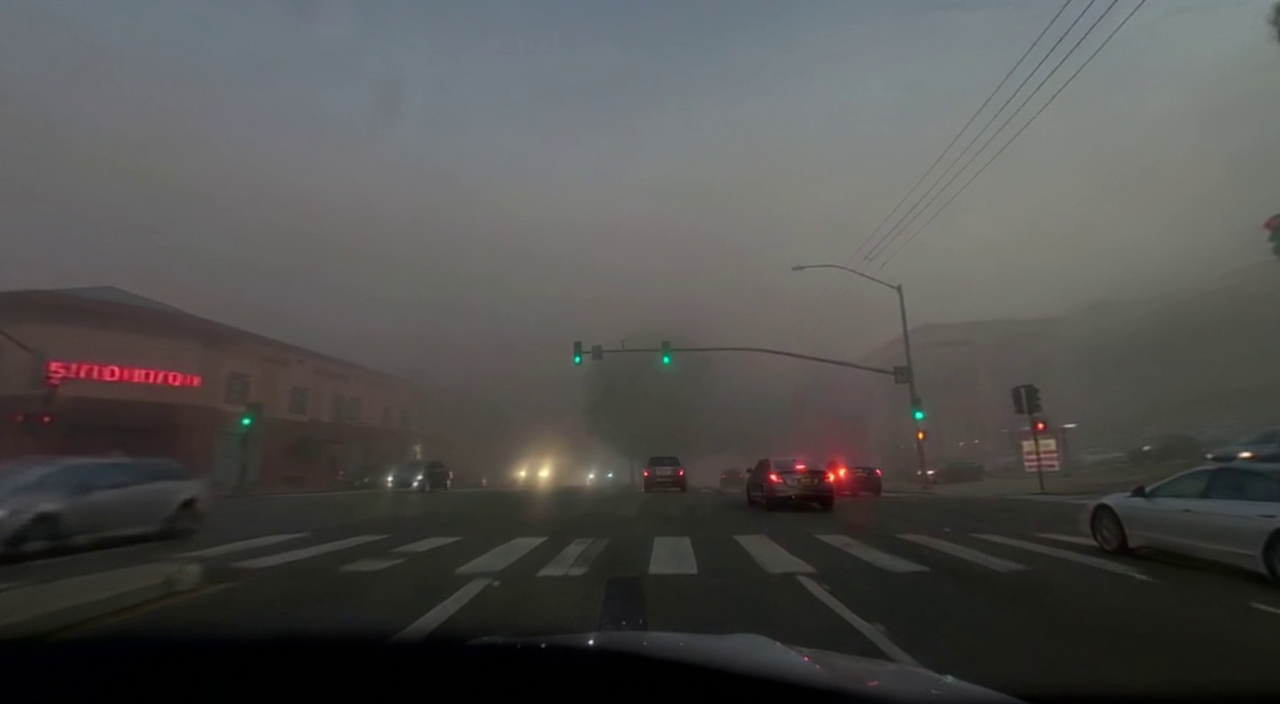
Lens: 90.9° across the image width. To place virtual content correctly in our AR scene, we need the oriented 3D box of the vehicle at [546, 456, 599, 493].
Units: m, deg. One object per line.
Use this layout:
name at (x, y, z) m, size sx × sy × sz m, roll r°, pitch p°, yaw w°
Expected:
vehicle at (-3.491, 6.466, 33.631) m, size 2.041 × 1.494 × 4.647 m, roll -3°, pitch -6°, yaw 3°

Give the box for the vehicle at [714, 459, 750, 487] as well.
vehicle at (6.358, 8.373, 44.024) m, size 2.036 × 1.719 × 4.318 m, roll 0°, pitch -8°, yaw 3°

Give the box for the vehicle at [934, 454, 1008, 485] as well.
vehicle at (17.656, 6.197, 33.518) m, size 4.373 × 1.399 × 2.052 m, roll 7°, pitch -11°, yaw -42°

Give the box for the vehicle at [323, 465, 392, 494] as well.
vehicle at (-17.468, 7.900, 39.243) m, size 2.125 × 1.484 × 4.832 m, roll -1°, pitch -9°, yaw -1°

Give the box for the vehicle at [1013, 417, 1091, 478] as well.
vehicle at (18.974, 4.357, 29.041) m, size 2.521 × 2.491 × 5.455 m, roll -7°, pitch -10°, yaw 33°

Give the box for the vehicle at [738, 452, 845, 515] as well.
vehicle at (4.091, 3.602, 17.873) m, size 1.963 × 1.484 × 4.609 m, roll 0°, pitch -8°, yaw 1°

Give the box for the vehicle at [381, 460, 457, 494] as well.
vehicle at (-10.889, 6.172, 31.413) m, size 1.871 × 1.453 × 4.575 m, roll -1°, pitch -8°, yaw 4°

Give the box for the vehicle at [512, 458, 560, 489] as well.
vehicle at (-6.714, 7.885, 41.214) m, size 2.065 × 1.805 × 4.668 m, roll -1°, pitch -8°, yaw 4°

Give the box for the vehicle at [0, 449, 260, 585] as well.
vehicle at (-8.150, 2.212, 9.359) m, size 1.993 × 1.491 × 4.673 m, roll 0°, pitch -8°, yaw 2°

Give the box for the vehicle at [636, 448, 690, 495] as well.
vehicle at (1.053, 5.216, 28.031) m, size 2.210 × 1.861 × 4.280 m, roll -1°, pitch -8°, yaw 3°

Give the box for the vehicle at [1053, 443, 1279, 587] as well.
vehicle at (7.558, 1.863, 7.739) m, size 1.911 × 1.466 × 4.572 m, roll 0°, pitch -8°, yaw 1°

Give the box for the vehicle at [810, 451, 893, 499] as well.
vehicle at (8.604, 4.986, 26.073) m, size 2.040 × 1.738 × 4.414 m, roll 0°, pitch -8°, yaw 2°
